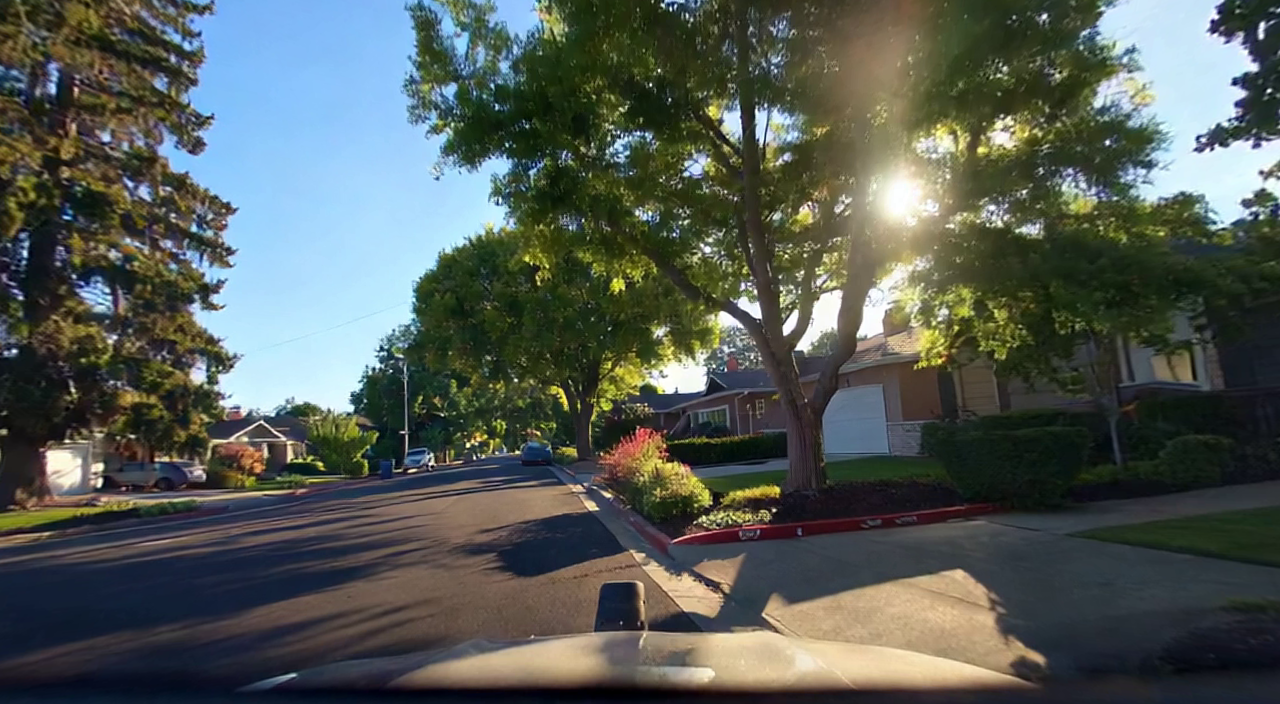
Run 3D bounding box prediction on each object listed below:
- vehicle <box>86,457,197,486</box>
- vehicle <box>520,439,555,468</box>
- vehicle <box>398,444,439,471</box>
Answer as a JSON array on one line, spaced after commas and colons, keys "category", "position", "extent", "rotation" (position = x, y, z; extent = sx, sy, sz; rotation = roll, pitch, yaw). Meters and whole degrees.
[{"category": "vehicle", "position": [-27.648, 6.608, 35.163], "extent": [4.404, 1.495, 1.844], "rotation": [1, -9, -9]}, {"category": "vehicle", "position": [-6.550, 6.398, 39.967], "extent": [2.005, 1.553, 3.984], "rotation": [-3, -8, -12]}, {"category": "vehicle", "position": [-16.794, 7.988, 48.073], "extent": [2.208, 1.834, 4.675], "rotation": [-3, -8, -11]}]
